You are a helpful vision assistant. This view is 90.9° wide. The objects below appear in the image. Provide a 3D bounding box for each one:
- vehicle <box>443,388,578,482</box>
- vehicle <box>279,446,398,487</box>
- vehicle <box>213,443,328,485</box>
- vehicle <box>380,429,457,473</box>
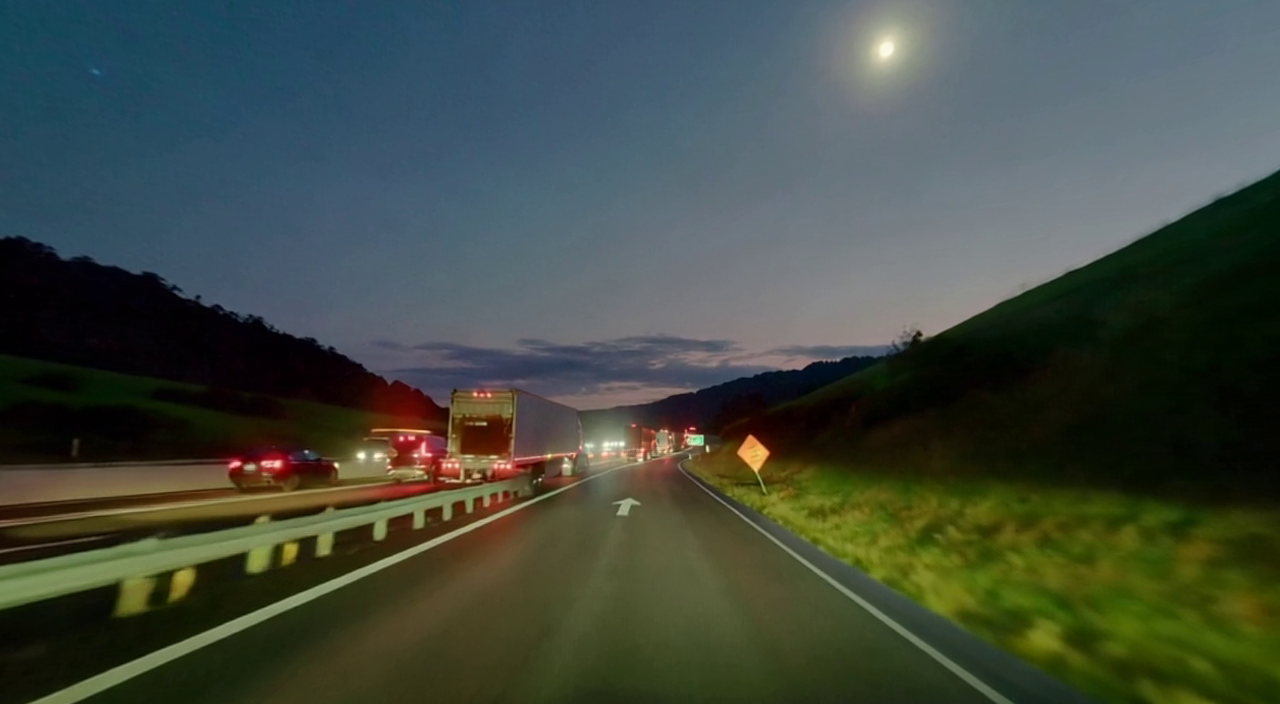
[{"bbox_3d":[-6.384,4.724,34.690,2.848,4.067,14.314,-1,-9,7],"label":"vehicle"},{"bbox_3d":[-12.022,4.578,25.584,1.925,1.493,4.864,-1,-9,8],"label":"vehicle"},{"bbox_3d":[-15.778,4.787,27.202,1.943,1.662,4.283,-1,-9,7],"label":"vehicle"},{"bbox_3d":[-13.887,6.262,39.895,2.264,2.596,5.494,-1,-9,7],"label":"vehicle"}]
